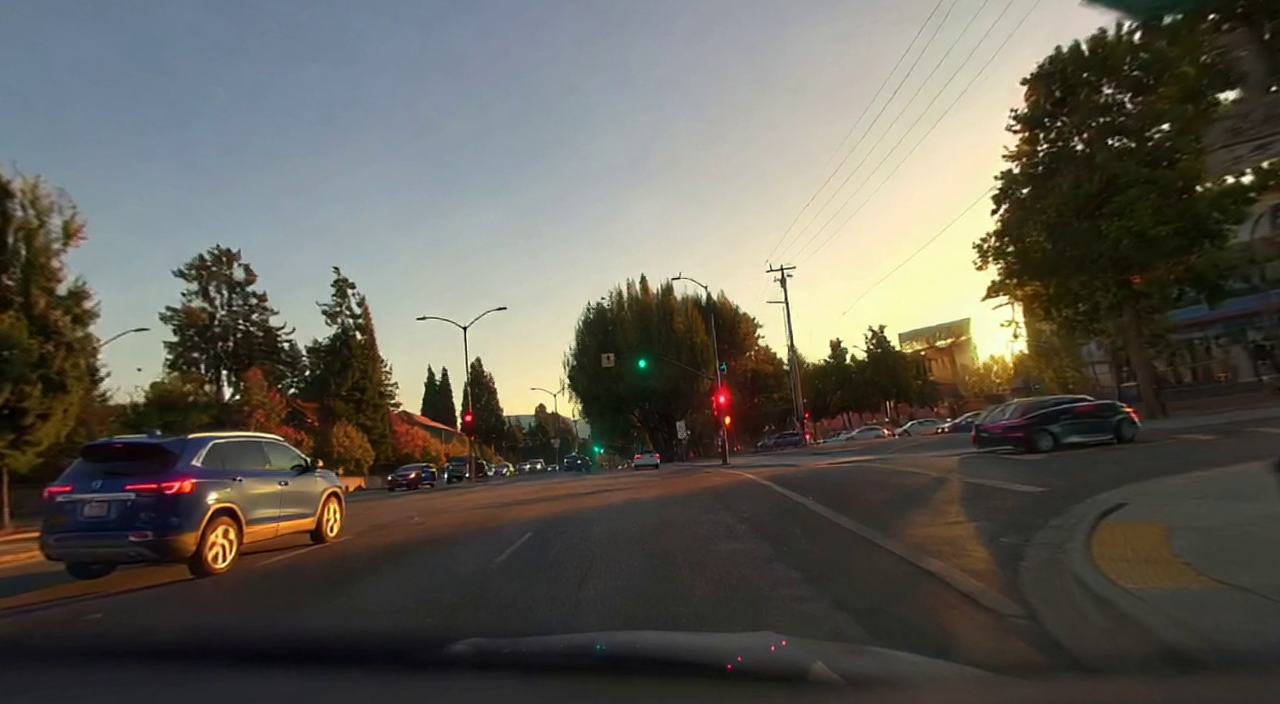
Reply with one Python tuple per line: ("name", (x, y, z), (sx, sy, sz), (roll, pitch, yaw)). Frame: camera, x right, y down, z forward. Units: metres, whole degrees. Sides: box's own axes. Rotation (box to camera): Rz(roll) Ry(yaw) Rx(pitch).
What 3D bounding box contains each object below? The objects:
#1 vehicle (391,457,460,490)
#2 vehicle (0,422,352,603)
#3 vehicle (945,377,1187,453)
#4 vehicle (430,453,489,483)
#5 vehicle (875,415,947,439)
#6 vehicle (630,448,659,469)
("vehicle", (-11.447, 6.557, 33.956), (2.149, 1.527, 4.691), (-1, -11, -1))
("vehicle", (-6.155, 2.049, 8.984), (2.027, 1.908, 4.273), (0, -9, 0))
("vehicle", (12.137, 1.862, 18.252), (5.357, 1.845, 2.151), (-2, -8, -1))
("vehicle", (-12.059, 7.788, 42.555), (2.167, 1.799, 5.682), (0, -9, 1))
("vehicle", (19.004, 5.328, 44.380), (1.947, 1.477, 4.661), (7, -9, -20))
("vehicle", (0.281, 8.012, 47.439), (2.091, 1.494, 3.962), (0, -8, -1))
